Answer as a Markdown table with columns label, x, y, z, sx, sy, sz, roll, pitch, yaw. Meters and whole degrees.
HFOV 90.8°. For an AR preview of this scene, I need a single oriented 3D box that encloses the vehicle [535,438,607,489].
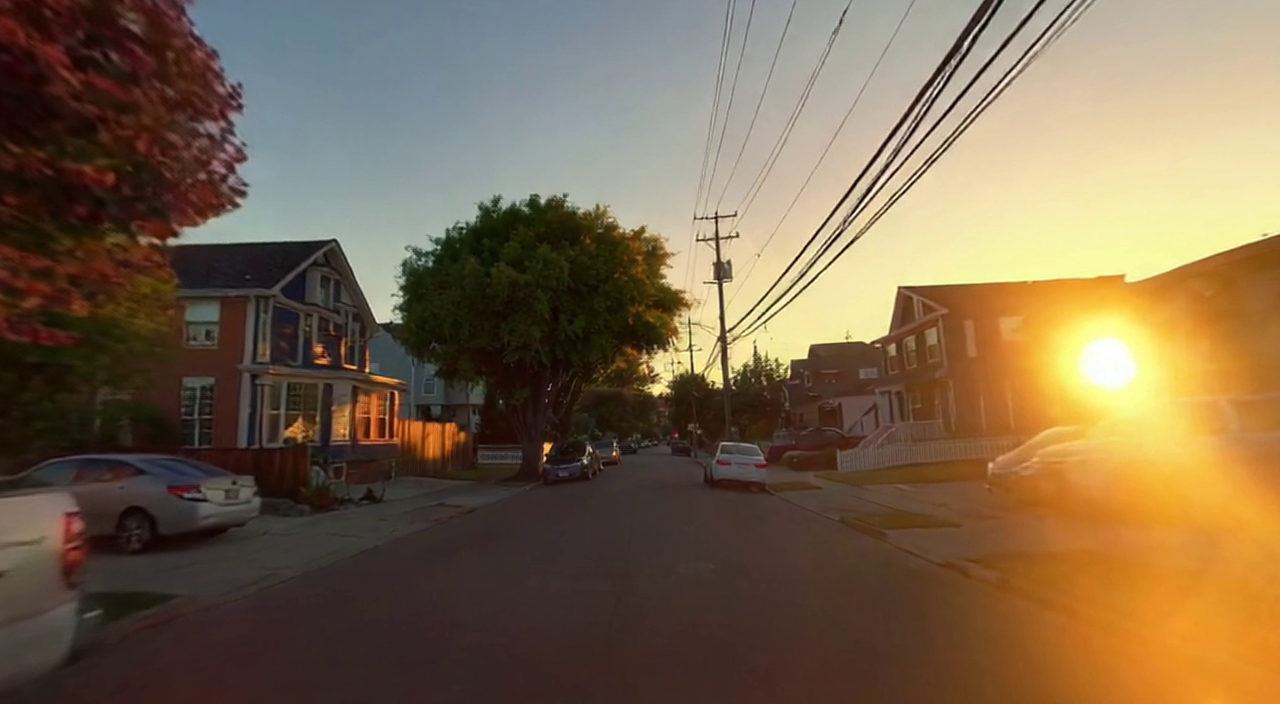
| label | x | y | z | sx | sy | sz | roll | pitch | yaw |
| --- | --- | --- | --- | --- | --- | --- | --- | --- | --- |
| vehicle | -2.870 | 4.737 | 27.420 | 2.204 | 1.655 | 4.813 | -8 | -8 | 1 |

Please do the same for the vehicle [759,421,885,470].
| label | x | y | z | sx | sy | sz | roll | pitch | yaw |
| --- | --- | --- | --- | --- | --- | --- | --- | --- | --- |
| vehicle | 8.494 | 4.393 | 29.944 | 5.274 | 2.170 | 2.205 | 0 | -7 | -1 |

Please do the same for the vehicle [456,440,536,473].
| label | x | y | z | sx | sy | sz | roll | pitch | yaw |
| --- | --- | --- | --- | --- | --- | --- | --- | --- | --- |
| vehicle | -8.460 | 6.148 | 37.331 | 4.088 | 1.779 | 2.109 | 0 | -5 | 4 |

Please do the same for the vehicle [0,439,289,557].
| label | x | y | z | sx | sy | sz | roll | pitch | yaw |
| --- | --- | --- | --- | --- | --- | --- | --- | --- | --- |
| vehicle | -9.044 | 2.470 | 11.144 | 4.432 | 1.739 | 2.097 | 0 | -5 | 1 |

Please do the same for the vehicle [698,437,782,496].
| label | x | y | z | sx | sy | sz | roll | pitch | yaw |
| --- | --- | --- | --- | --- | --- | --- | --- | --- | --- |
| vehicle | 3.083 | 3.590 | 20.399 | 2.043 | 1.631 | 4.613 | 0 | -7 | 1 |

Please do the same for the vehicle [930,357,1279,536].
| label | x | y | z | sx | sy | sz | roll | pitch | yaw |
| --- | --- | --- | --- | --- | --- | --- | --- | --- | --- |
| vehicle | 7.453 | 1.243 | 8.532 | 5.974 | 2.066 | 2.152 | 1 | -7 | 2 |
